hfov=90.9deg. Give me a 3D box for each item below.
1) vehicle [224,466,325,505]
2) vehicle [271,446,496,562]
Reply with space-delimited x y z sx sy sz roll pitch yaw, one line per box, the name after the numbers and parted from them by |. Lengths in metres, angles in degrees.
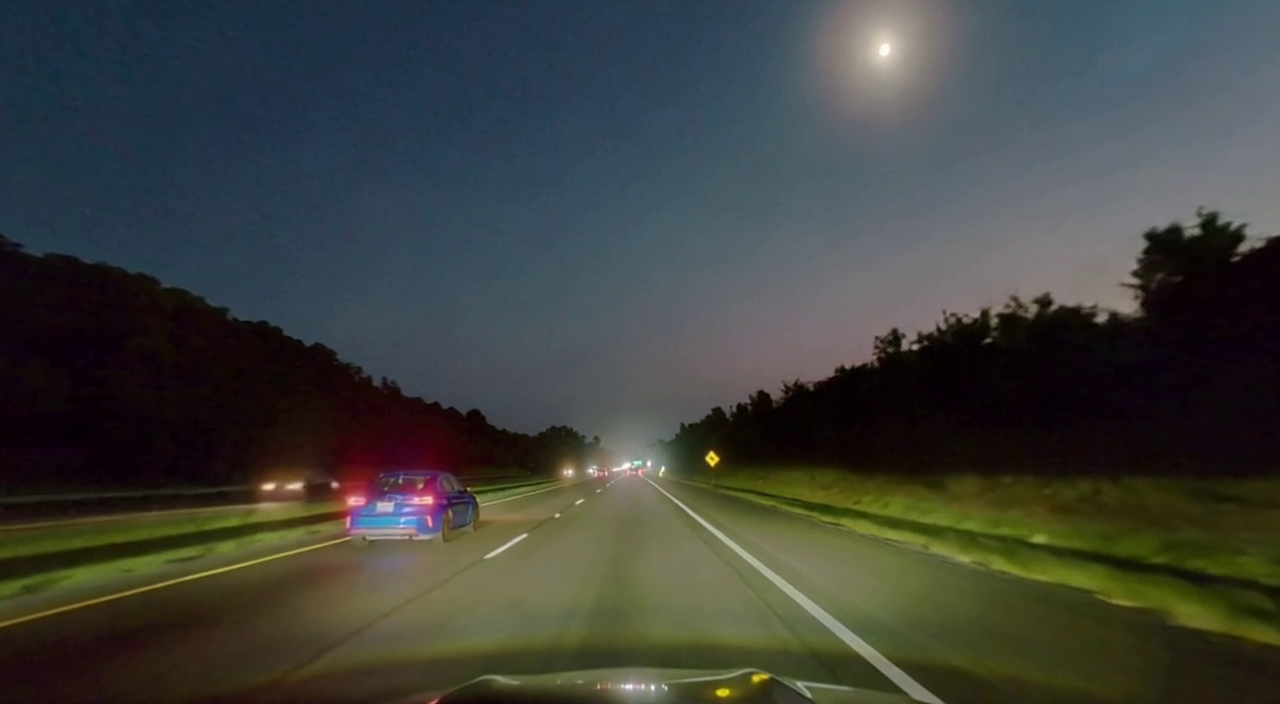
-15.645 5.736 27.280 1.856 1.480 4.381 1 -11 -2 | vehicle
-3.959 2.454 10.651 2.017 1.516 4.041 1 -11 1 | vehicle
